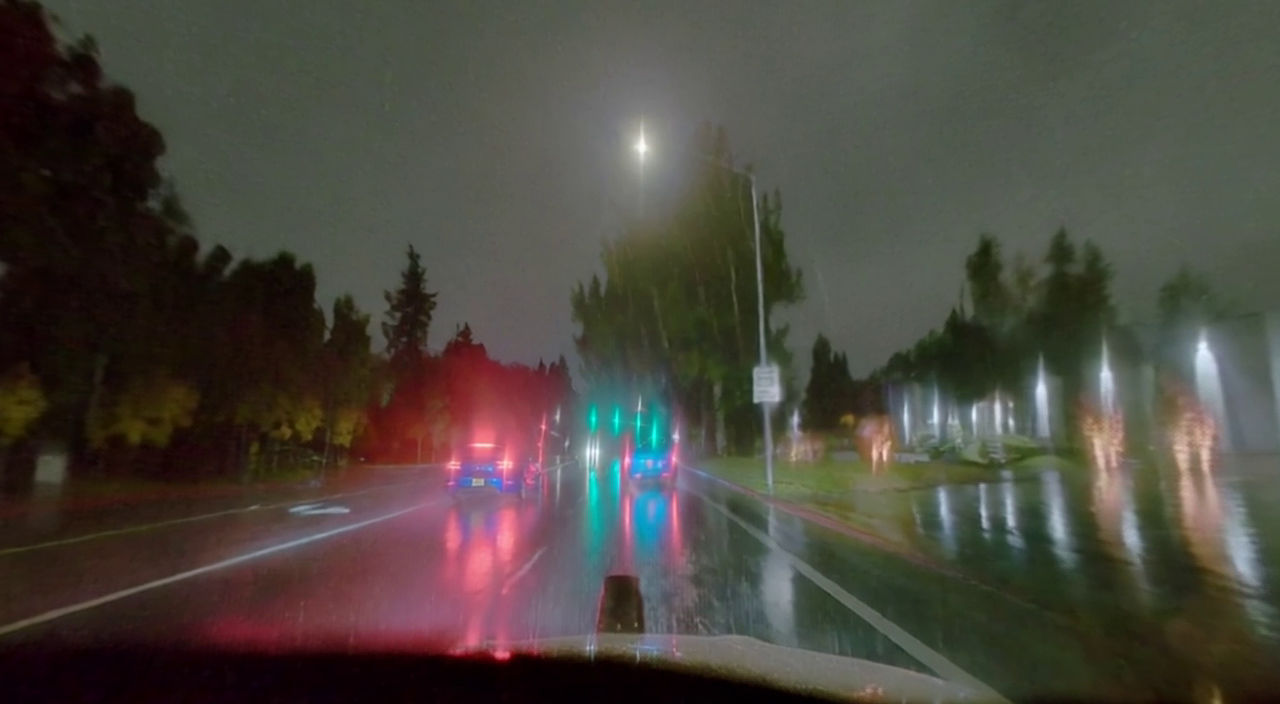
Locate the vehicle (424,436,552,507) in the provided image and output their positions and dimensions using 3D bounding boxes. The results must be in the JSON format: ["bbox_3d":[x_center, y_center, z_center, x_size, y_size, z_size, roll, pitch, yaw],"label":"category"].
[{"bbox_3d":[-3.438,2.771,15.104,2.036,1.447,4.044,0,-8,0],"label":"vehicle"}]

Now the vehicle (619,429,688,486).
[{"bbox_3d":[0.370,3.712,22.532,2.215,1.799,4.426,0,-8,-2],"label":"vehicle"}]
